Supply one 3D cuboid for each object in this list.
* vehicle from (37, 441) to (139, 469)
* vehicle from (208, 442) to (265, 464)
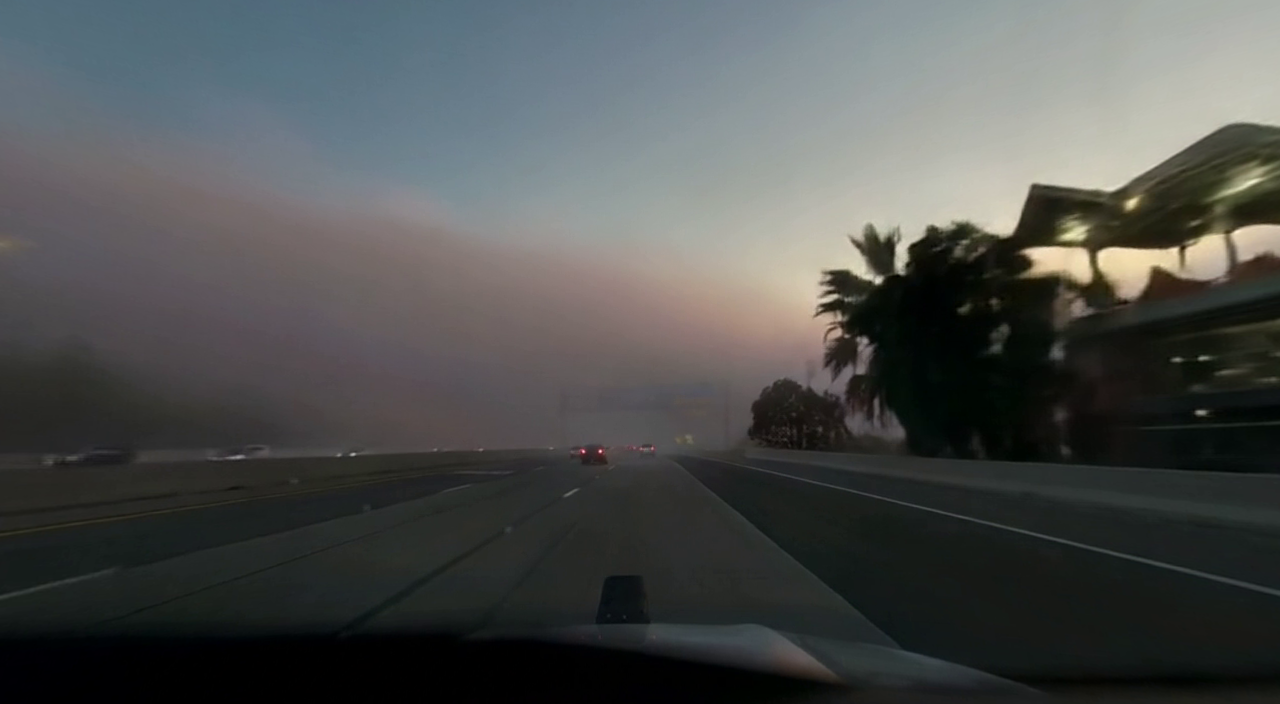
[{"bbox_3d":[-35.699,6.641,40.975,2.116,1.672,4.940,0,-8,0],"label":"vehicle"},{"bbox_3d":[-28.235,7.061,44.213,1.602,1.425,3.538,0,-8,-1],"label":"vehicle"}]
